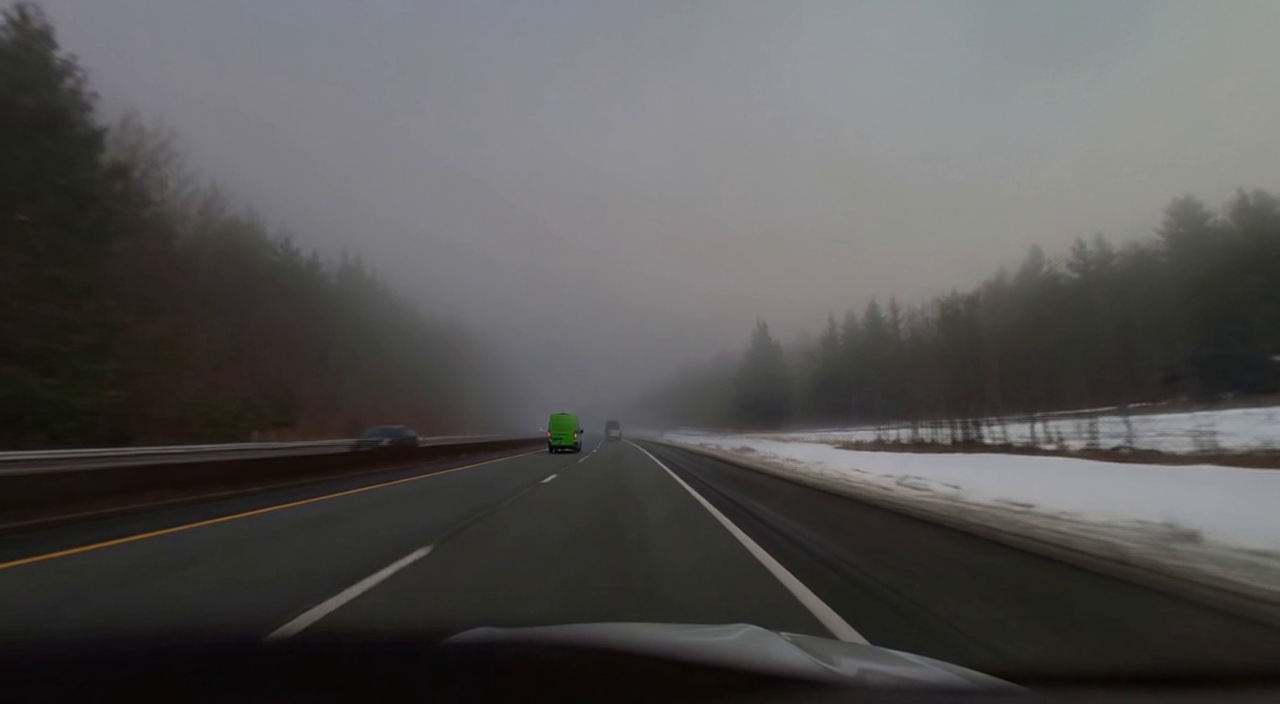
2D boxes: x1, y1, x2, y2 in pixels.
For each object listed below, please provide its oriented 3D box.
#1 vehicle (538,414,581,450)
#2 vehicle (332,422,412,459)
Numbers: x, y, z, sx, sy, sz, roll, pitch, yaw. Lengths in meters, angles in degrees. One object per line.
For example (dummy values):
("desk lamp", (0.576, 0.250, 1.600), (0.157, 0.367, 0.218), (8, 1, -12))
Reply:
("vehicle", (-5.906, 6.013, 47.034), (2.561, 2.509, 5.465), (0, -8, -1))
("vehicle", (-12.078, 4.005, 28.626), (1.844, 1.533, 4.098), (0, -8, 0))
